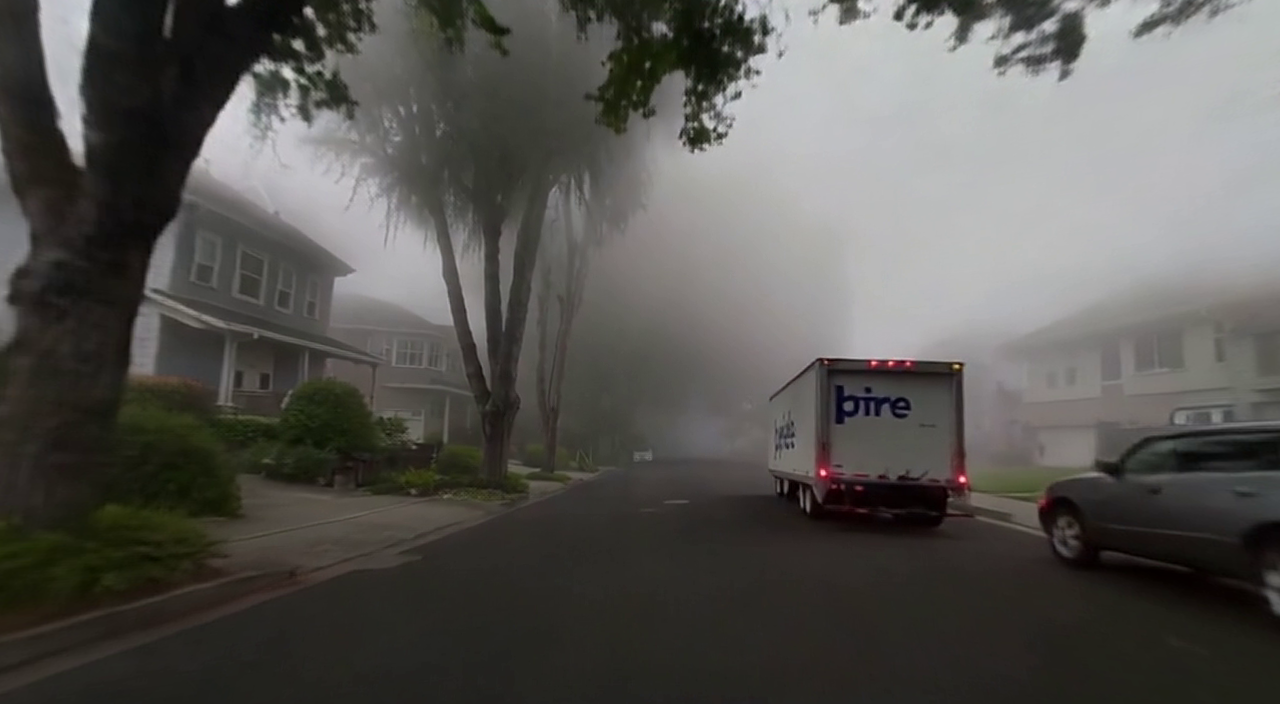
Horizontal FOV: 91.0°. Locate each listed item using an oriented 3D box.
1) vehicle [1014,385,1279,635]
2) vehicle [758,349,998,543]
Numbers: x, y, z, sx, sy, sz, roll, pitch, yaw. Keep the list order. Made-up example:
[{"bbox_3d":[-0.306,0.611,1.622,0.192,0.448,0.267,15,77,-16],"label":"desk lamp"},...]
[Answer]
[{"bbox_3d":[6.164,1.416,6.166,2.410,1.902,4.277,0,-9,2],"label":"vehicle"},{"bbox_3d":[4.425,2.041,13.750,2.924,3.018,7.600,-1,-9,6],"label":"vehicle"}]
